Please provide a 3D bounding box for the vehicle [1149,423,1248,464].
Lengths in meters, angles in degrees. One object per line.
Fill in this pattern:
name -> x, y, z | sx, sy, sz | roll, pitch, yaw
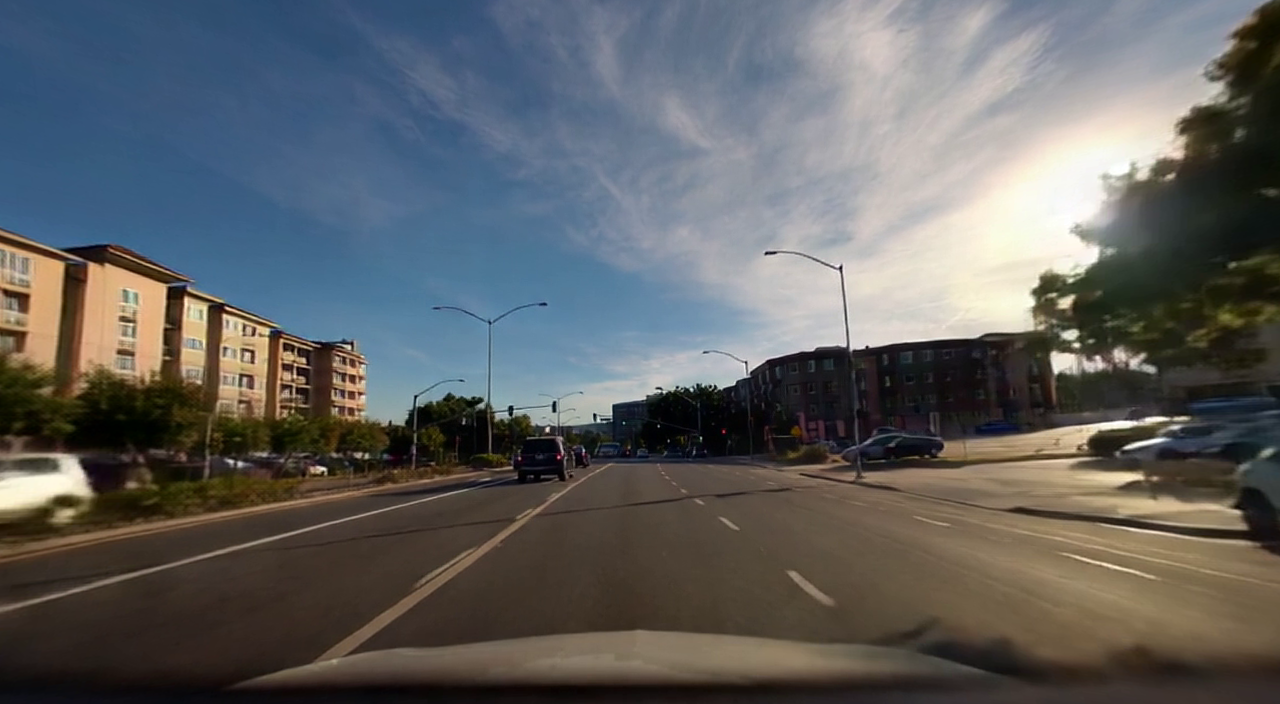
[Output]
vehicle -> 21.878, 3.618, 24.954 | 1.901, 1.450, 4.504 | -5, -10, 29

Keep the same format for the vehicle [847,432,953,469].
vehicle -> 12.695, 4.843, 31.130 | 4.399, 1.722, 2.202 | -2, -9, 11

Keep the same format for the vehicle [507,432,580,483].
vehicle -> -3.862, 4.367, 26.311 | 2.220, 1.888, 4.904 | 0, -9, 1

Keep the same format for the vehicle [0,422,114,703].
vehicle -> -3.800, 0.774, 1.014 | 2.144, 1.447, 4.421 | 0, -9, -1
